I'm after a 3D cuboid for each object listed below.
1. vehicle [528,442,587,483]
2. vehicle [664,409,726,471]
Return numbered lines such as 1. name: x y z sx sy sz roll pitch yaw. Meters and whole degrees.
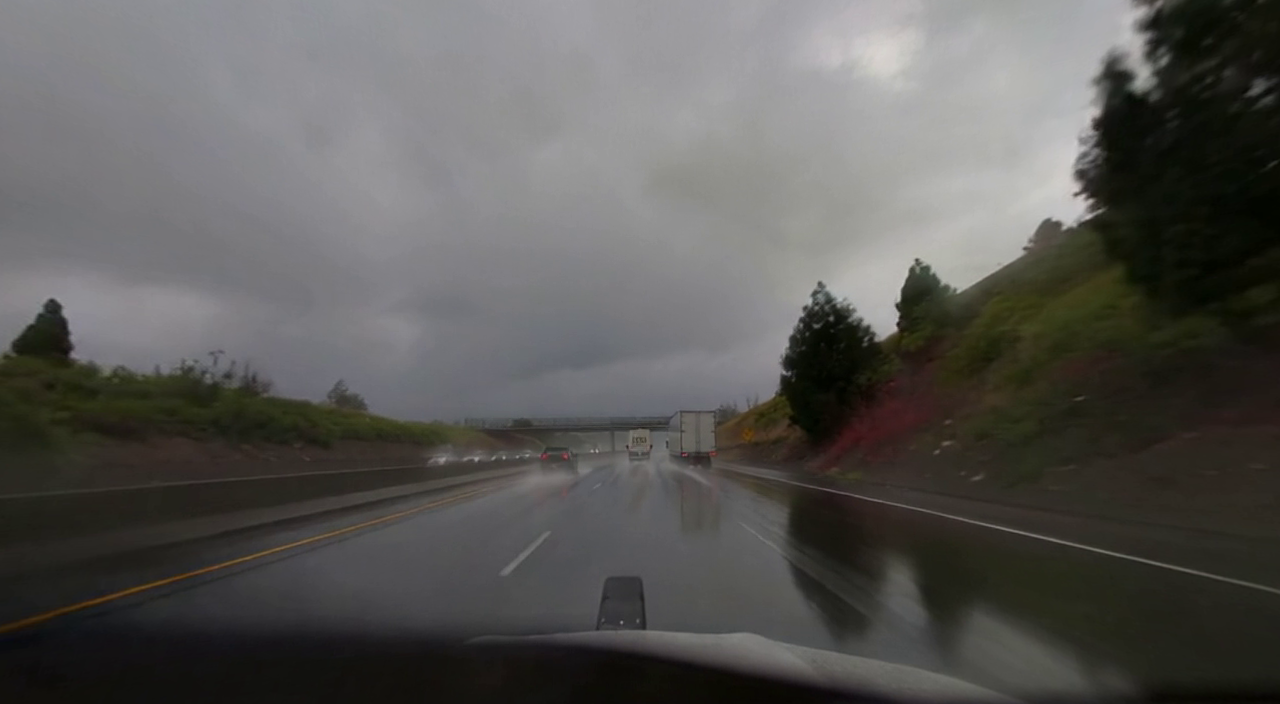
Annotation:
1. vehicle: -3.531 4.821 27.687 2.007 1.647 3.854 0 -9 1
2. vehicle: 3.908 7.009 49.414 3.131 4.037 16.729 0 -9 -1
